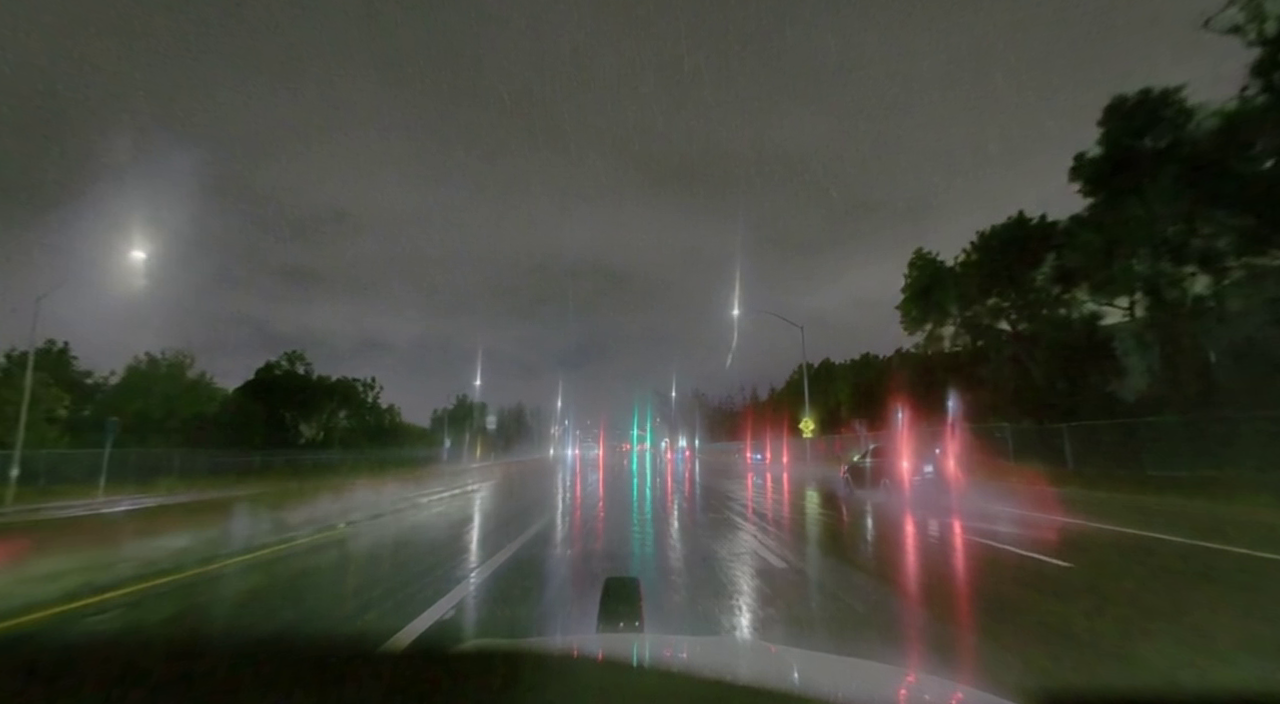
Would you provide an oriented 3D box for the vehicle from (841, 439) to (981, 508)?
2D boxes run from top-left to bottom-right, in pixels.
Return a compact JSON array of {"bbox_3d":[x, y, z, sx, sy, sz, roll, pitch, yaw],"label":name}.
[{"bbox_3d":[6.621,2.973,15.942,1.838,1.518,3.713,0,-8,0],"label":"vehicle"}]

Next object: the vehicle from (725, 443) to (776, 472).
[{"bbox_3d":[6.323,6.092,36.715,1.987,1.597,4.463,0,-8,-2],"label":"vehicle"}]

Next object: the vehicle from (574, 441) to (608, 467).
[{"bbox_3d":[-3.537,7.514,46.655,2.230,1.827,4.406,0,-8,-1],"label":"vehicle"}]
